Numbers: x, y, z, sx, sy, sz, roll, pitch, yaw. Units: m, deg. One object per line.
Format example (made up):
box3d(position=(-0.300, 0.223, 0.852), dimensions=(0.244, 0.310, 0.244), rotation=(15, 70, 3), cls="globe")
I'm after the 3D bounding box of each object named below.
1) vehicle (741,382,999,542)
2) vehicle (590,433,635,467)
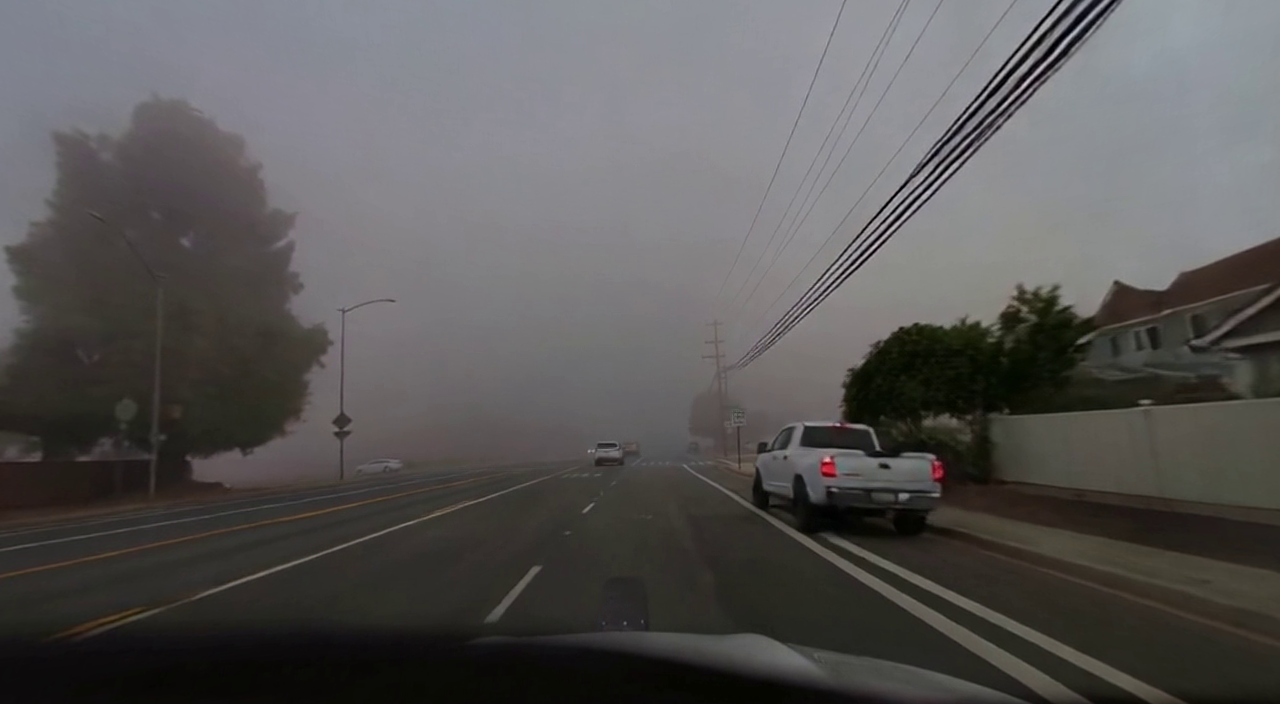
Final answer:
box3d(position=(3.748, 2.009, 12.050), dimensions=(2.622, 2.137, 6.267), rotation=(2, -9, 1), cls="vehicle")
box3d(position=(-1.592, 5.973, 38.497), dimensions=(2.327, 1.861, 4.941), rotation=(-1, -9, 2), cls="vehicle")
